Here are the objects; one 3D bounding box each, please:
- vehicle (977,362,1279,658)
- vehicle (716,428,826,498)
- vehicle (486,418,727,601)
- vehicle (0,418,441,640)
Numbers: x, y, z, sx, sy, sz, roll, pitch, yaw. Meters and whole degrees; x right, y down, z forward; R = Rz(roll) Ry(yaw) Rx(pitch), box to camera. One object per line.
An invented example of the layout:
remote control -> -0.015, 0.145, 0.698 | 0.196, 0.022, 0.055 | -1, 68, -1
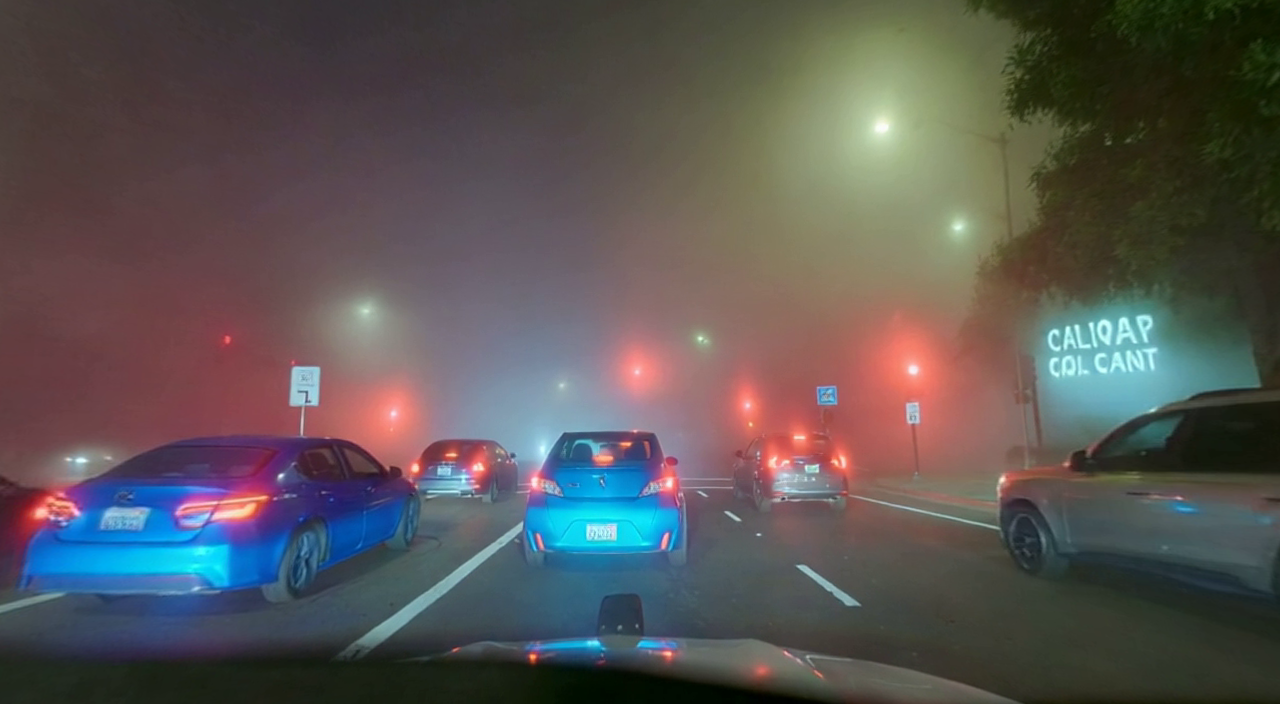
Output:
vehicle -> 4.807, 1.061, 4.600 | 2.038, 1.750, 4.535 | 0, -8, -2
vehicle -> 3.445, 3.008, 17.513 | 2.028, 1.678, 4.220 | 0, -8, -2
vehicle -> -0.345, 1.645, 7.535 | 2.045, 1.533, 4.183 | 0, -8, -2
vehicle -> -3.802, 1.525, 6.544 | 2.074, 1.485, 4.395 | 0, -8, 0
